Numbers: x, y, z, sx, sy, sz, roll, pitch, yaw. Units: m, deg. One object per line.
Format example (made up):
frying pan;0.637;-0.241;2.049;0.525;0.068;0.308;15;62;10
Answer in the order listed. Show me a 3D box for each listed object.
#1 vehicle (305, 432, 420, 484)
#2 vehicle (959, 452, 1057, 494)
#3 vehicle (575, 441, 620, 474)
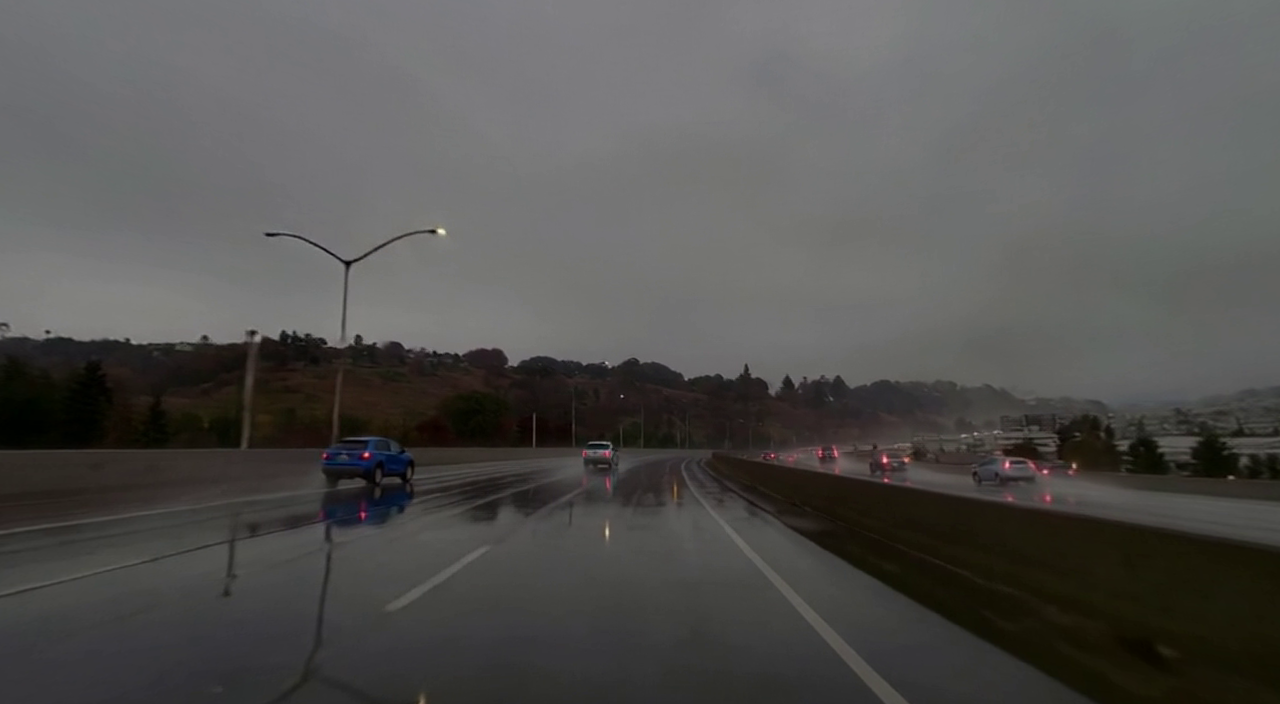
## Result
vehicle;-10.285;3.958;23.850;2.039;1.746;4.528;-1;-8;3
vehicle;15.517;5.095;26.897;1.786;1.559;4.496;-1;-8;6
vehicle;-2.421;6.152;36.968;2.028;1.782;4.150;-1;-8;4
